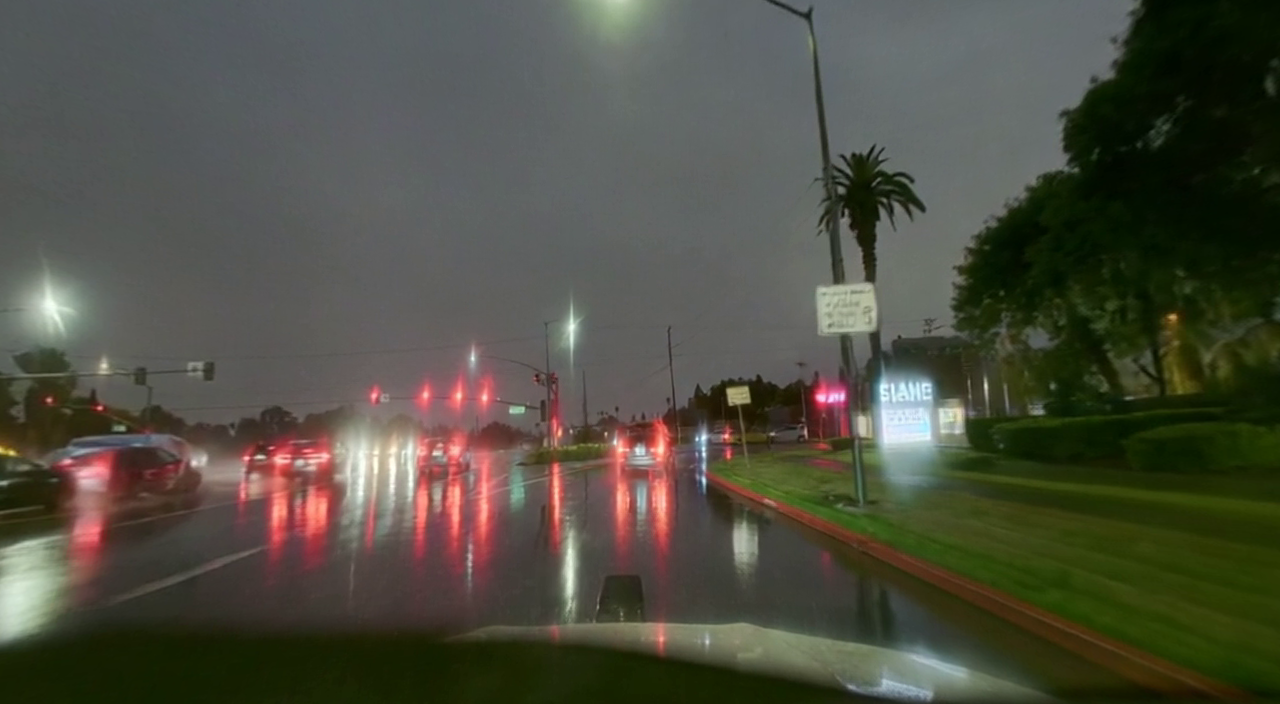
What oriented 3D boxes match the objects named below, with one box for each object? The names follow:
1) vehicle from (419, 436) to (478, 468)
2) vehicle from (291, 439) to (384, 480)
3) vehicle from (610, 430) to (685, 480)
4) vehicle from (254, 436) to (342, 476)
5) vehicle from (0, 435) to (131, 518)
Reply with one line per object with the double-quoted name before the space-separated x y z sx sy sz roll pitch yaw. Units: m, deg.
"vehicle" -9.546 5.005 31.819 1.912 1.487 4.471 1 -8 -5
"vehicle" -11.993 4.254 25.409 1.905 1.482 4.463 1 -8 -6
"vehicle" 0.376 3.497 21.670 2.070 1.493 4.570 -1 -8 7
"vehicle" -15.888 4.829 29.618 2.020 1.709 4.343 1 -8 -6
"vehicle" -14.235 2.715 14.038 2.108 1.669 5.076 1 -8 -7
